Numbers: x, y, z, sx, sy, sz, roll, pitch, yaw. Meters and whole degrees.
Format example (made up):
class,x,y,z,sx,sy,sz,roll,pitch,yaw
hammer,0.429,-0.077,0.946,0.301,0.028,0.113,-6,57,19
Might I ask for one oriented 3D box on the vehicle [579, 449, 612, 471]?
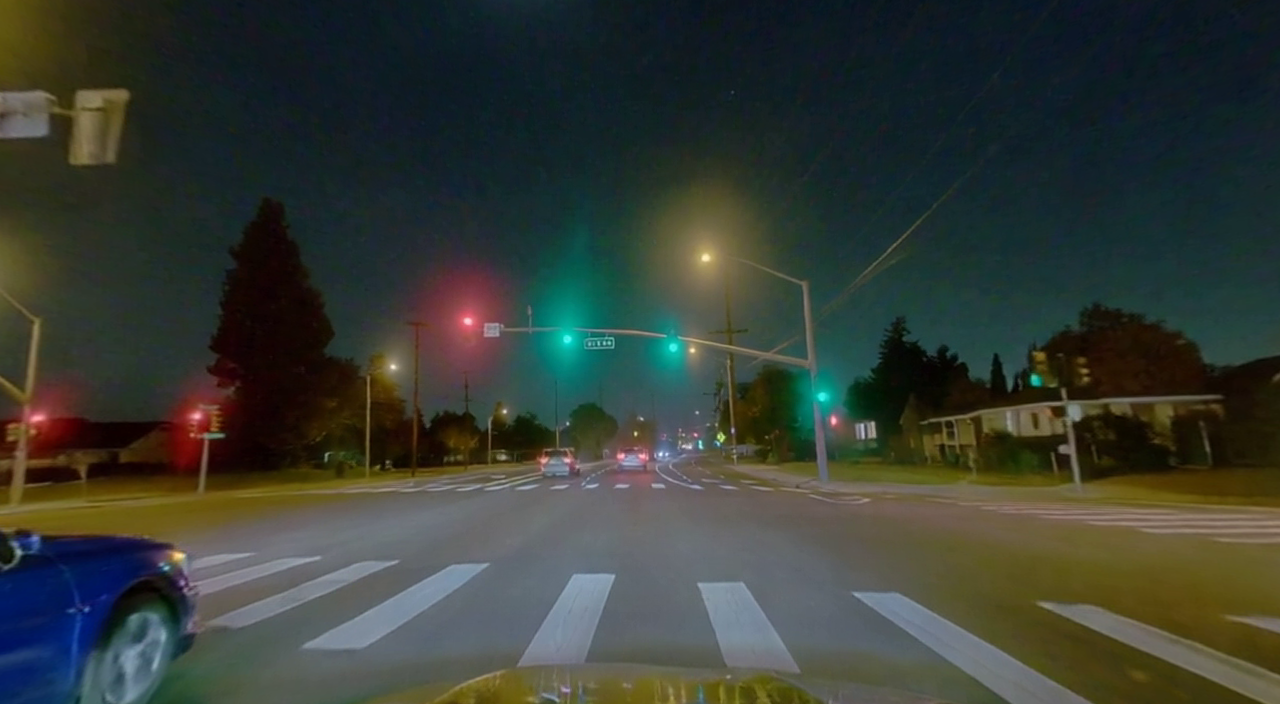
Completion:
class,x,y,z,sx,sy,sz,roll,pitch,yaw
vehicle,-3.120,7.684,45.166,1.863,1.449,4.153,0,-8,3

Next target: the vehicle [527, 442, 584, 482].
class,x,y,z,sx,sy,sz,roll,pitch,yaw
vehicle,-3.738,4.926,28.642,1.899,1.685,4.121,0,-8,1

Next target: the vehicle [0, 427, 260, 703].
class,x,y,z,sx,sy,sz,roll,pitch,yaw
vehicle,-3.401,0.906,1.787,1.901,1.409,4.442,0,-8,0

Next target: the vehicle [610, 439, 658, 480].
class,x,y,z,sx,sy,sz,roll,pitch,yaw
vehicle,-0.248,5.170,30.617,2.155,1.836,4.250,0,-8,0
